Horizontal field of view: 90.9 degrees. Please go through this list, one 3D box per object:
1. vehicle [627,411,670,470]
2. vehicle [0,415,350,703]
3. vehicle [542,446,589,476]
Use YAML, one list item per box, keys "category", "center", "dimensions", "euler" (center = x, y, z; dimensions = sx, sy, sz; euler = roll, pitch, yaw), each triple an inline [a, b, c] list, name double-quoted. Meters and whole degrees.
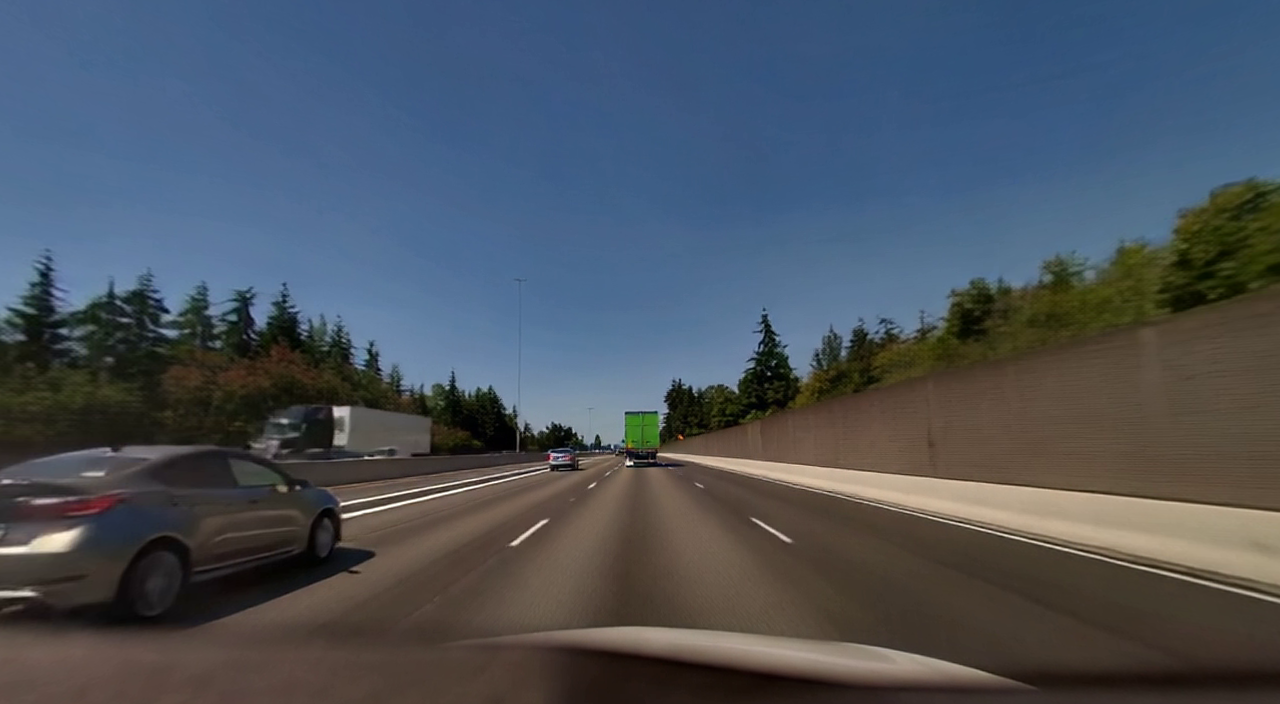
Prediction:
- category: "vehicle"
  center: [0.632, 6.852, 48.435]
  dimensions: [2.980, 4.051, 10.359]
  euler: [0, -9, 0]
- category: "vehicle"
  center: [-4.260, 1.284, 4.647]
  dimensions: [1.977, 1.478, 4.702]
  euler: [0, -9, 0]
- category: "vehicle"
  center: [-4.007, 5.933, 34.629]
  dimensions: [1.974, 1.531, 4.429]
  euler: [0, -9, 1]
